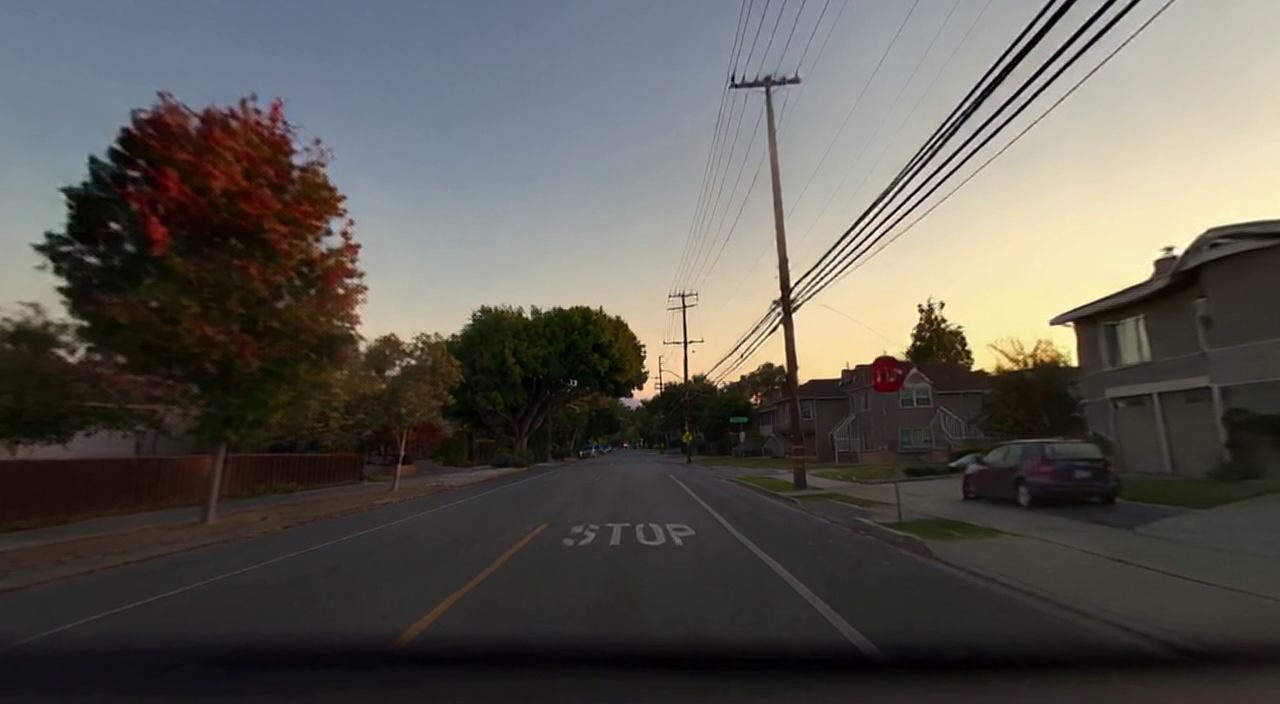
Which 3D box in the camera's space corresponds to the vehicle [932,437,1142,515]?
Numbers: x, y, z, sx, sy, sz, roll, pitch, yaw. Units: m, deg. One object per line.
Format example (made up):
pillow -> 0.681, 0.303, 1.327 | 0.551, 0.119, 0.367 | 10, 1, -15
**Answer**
vehicle -> 8.709, 2.729, 14.463 | 1.811, 1.491, 4.407 | 0, -9, -2
